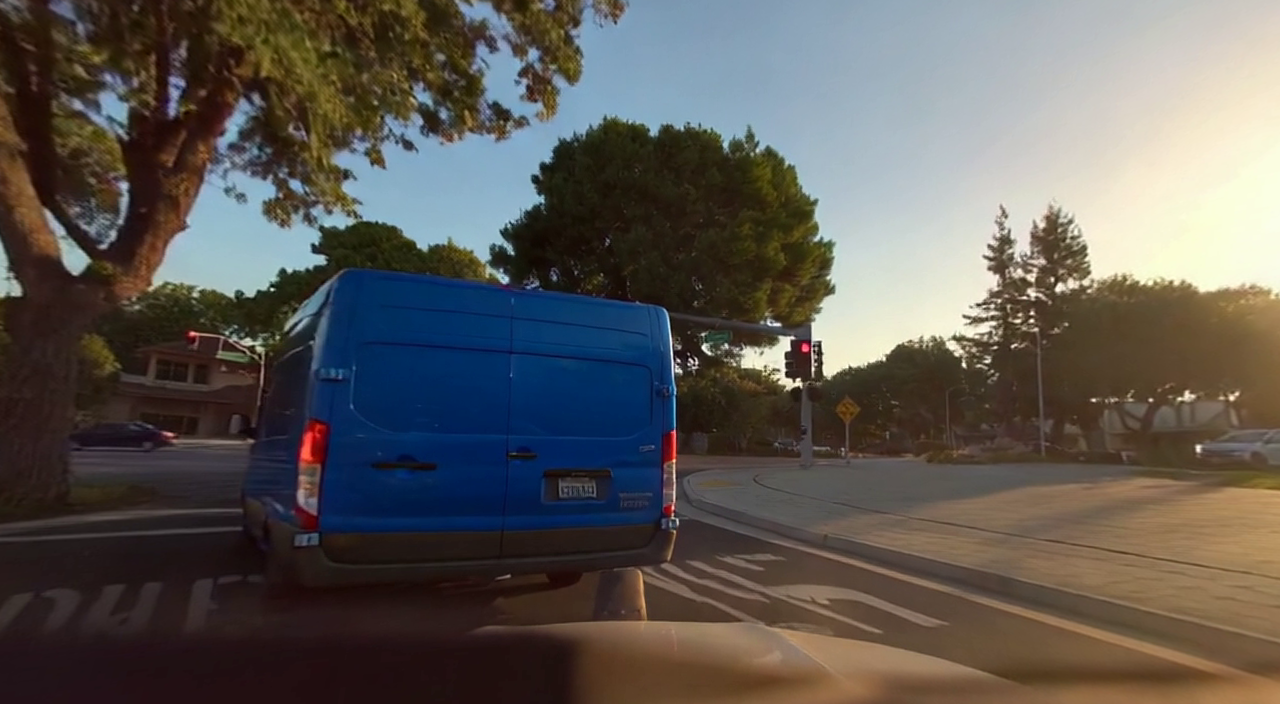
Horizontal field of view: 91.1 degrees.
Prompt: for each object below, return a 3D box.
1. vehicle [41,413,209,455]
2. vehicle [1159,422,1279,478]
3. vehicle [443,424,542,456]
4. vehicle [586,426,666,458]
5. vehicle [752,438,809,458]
[{"bbox_3d":[-19.576,3.175,24.119,4.740,1.462,1.828,7,-11,-39],"label":"vehicle"},{"bbox_3d":[26.227,4.158,26.698,2.437,2.249,5.939,8,-12,-44],"label":"vehicle"},{"bbox_3d":[-7.776,4.676,33.295,4.649,1.585,1.965,7,-11,-38],"label":"vehicle"},{"bbox_3d":[-0.708,4.903,34.244,4.135,1.633,1.990,8,-12,-44],"label":"vehicle"},{"bbox_3d":[11.007,7.502,49.009,4.481,1.487,1.847,7,-11,-38],"label":"vehicle"}]
